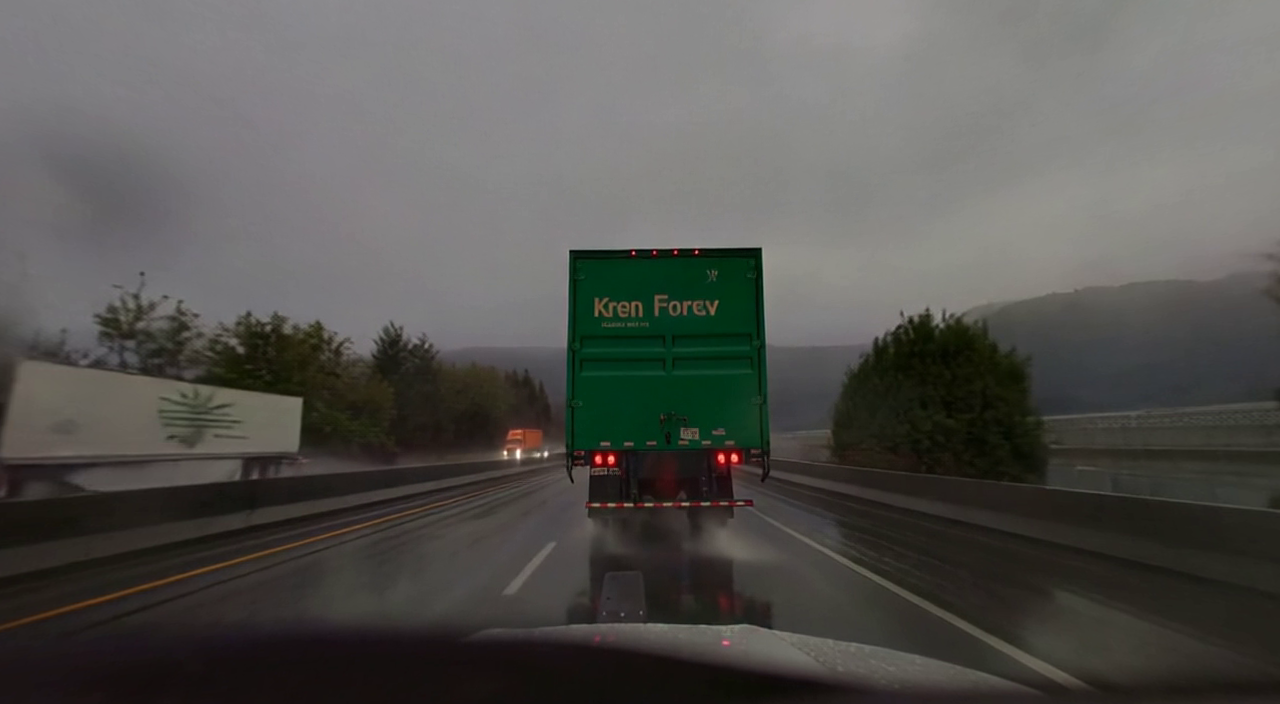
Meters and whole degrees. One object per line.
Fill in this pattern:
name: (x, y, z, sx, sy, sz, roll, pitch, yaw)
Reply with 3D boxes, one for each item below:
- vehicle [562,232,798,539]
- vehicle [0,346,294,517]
vehicle: (0.512, 1.521, 16.064, 3.230, 4.377, 14.405, 0, -9, 0)
vehicle: (-16.581, 2.781, 20.657, 2.836, 4.015, 13.173, 0, -9, 1)
